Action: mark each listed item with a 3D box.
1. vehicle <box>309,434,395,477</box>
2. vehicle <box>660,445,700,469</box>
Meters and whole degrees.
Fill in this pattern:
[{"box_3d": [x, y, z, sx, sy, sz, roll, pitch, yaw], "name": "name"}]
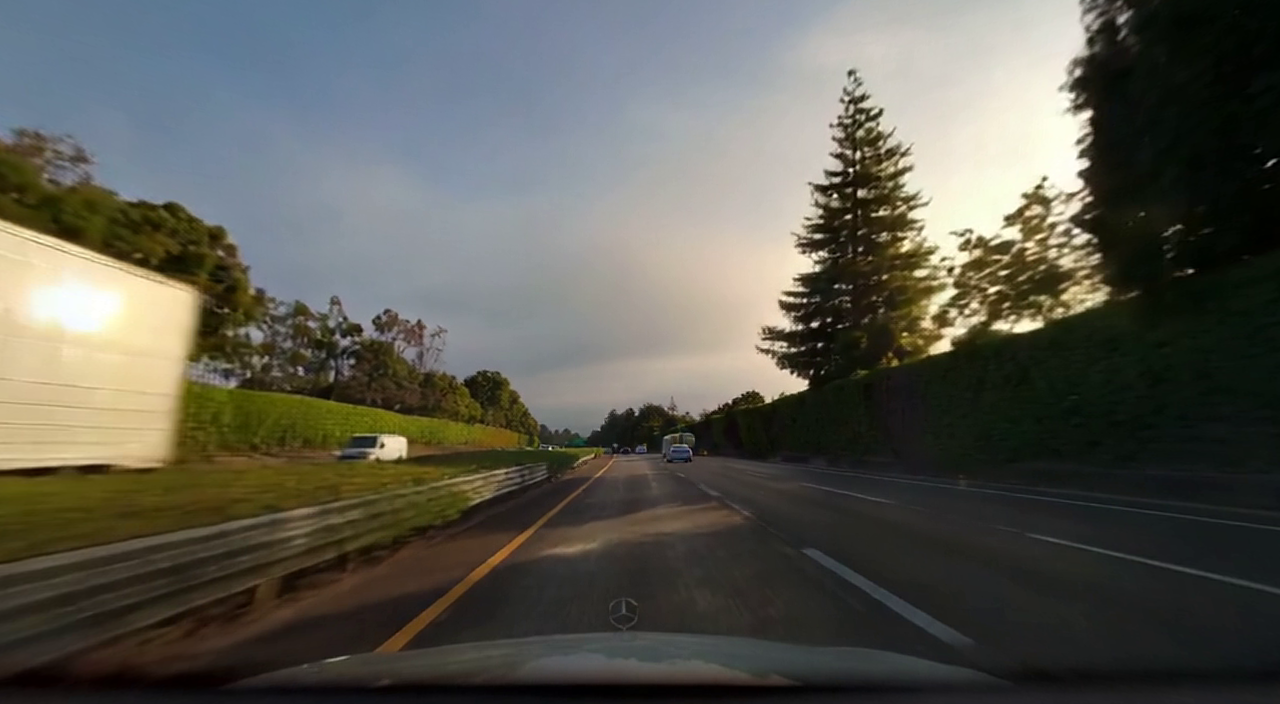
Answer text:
[{"box_3d": [-14.281, 5.158, 31.444, 2.063, 1.946, 4.820, 0, -9, 0], "name": "vehicle"}, {"box_3d": [2.649, 7.016, 42.153, 2.244, 1.498, 4.338, 0, -9, -2], "name": "vehicle"}]
